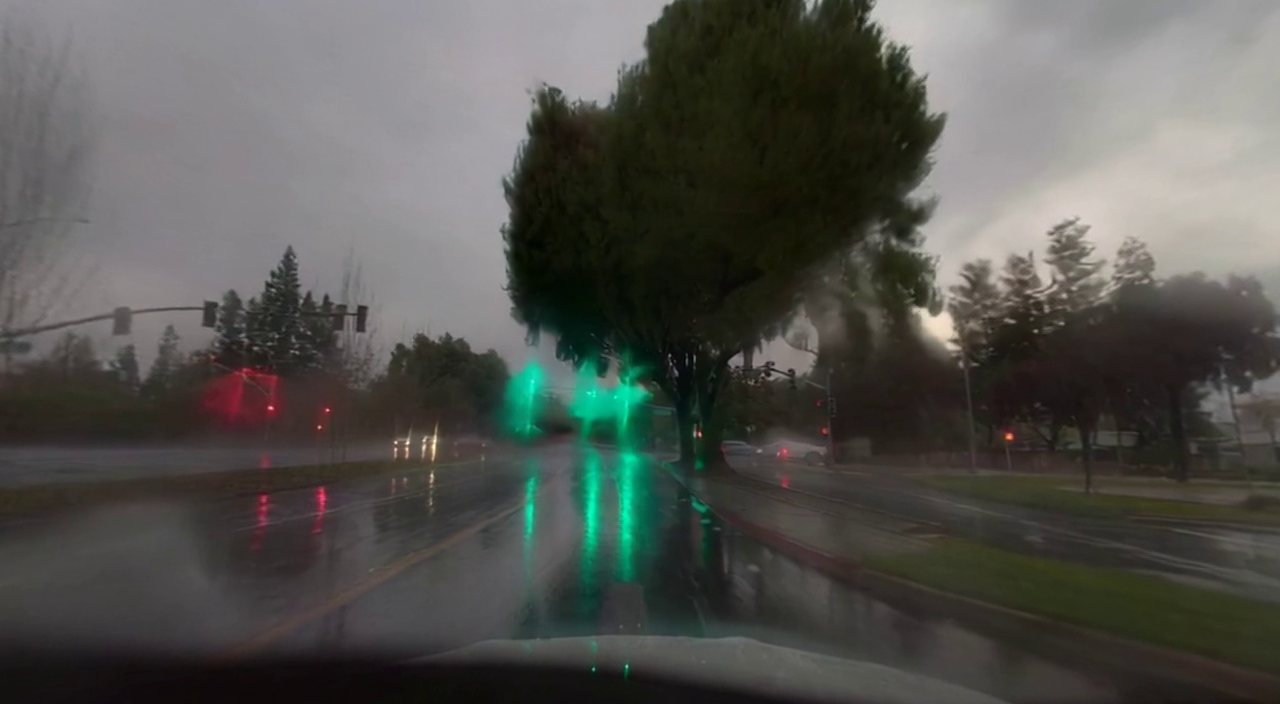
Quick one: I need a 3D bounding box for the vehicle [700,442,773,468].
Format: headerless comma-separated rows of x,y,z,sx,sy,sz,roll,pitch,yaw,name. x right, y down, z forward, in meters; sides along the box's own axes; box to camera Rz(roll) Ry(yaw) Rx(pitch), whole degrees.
6.680,7.131,43.883,4.605,1.665,1.888,2,-9,-12,vehicle
